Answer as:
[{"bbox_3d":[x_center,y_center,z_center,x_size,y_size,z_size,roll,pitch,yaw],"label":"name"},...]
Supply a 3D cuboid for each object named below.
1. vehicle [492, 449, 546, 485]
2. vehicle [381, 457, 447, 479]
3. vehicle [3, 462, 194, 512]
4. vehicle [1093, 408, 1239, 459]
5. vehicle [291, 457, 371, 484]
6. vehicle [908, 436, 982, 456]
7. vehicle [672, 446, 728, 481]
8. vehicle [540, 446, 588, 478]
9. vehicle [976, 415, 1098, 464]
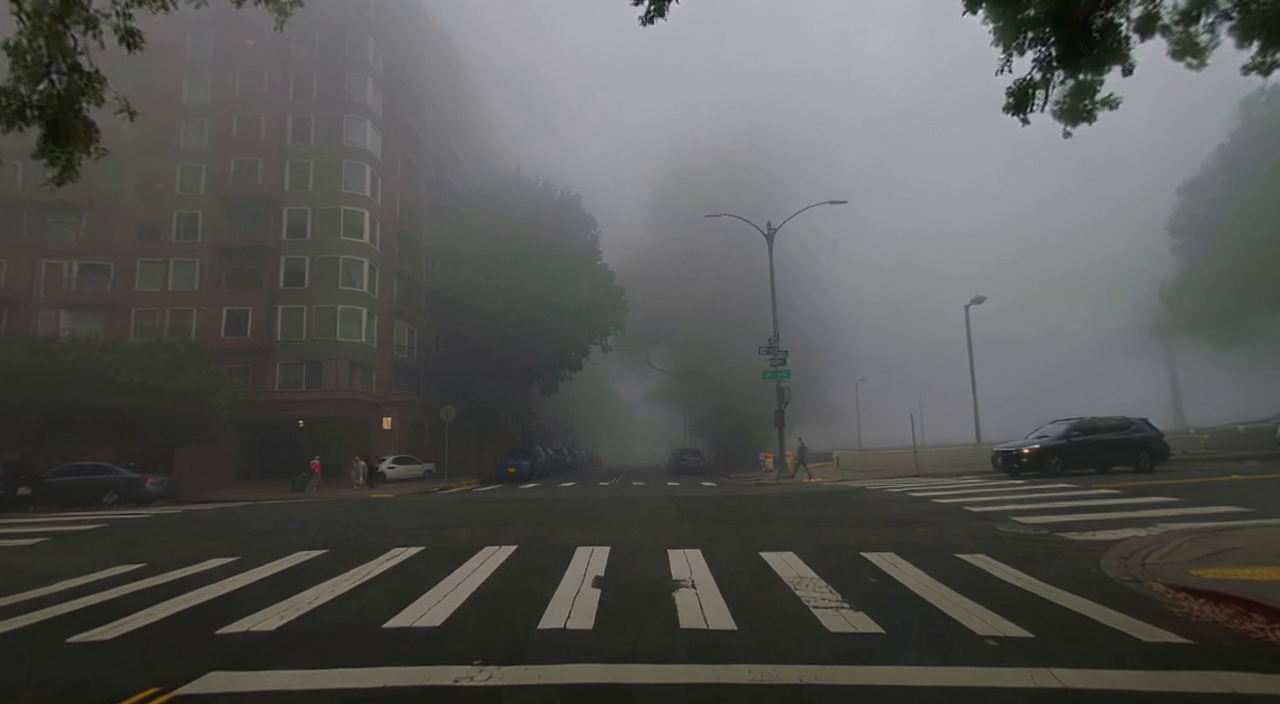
[{"bbox_3d":[-7.616,7.250,40.251,2.193,1.814,5.061,-9,-8,0],"label":"vehicle"},{"bbox_3d":[-16.907,8.662,47.371,4.203,1.544,1.889,0,-8,2],"label":"vehicle"},{"bbox_3d":[-17.316,4.316,20.373,4.439,1.448,1.793,0,-9,0],"label":"vehicle"},{"bbox_3d":[22.304,3.533,27.143,2.137,1.962,4.988,-1,-8,3],"label":"vehicle"},{"bbox_3d":[-23.174,8.886,47.473,4.844,1.836,2.117,-1,-8,4],"label":"vehicle"},{"bbox_3d":[23.014,7.088,47.770,4.528,1.475,2.070,0,-8,3],"label":"vehicle"},{"bbox_3d":[3.281,5.895,33.693,1.942,1.603,3.785,1,-7,22],"label":"vehicle"},{"bbox_3d":[-4.445,6.548,37.695,2.102,1.768,4.290,-1,-9,3],"label":"vehicle"},{"bbox_3d":[16.743,3.791,26.996,2.041,1.921,4.574,0,-9,-2],"label":"vehicle"}]
